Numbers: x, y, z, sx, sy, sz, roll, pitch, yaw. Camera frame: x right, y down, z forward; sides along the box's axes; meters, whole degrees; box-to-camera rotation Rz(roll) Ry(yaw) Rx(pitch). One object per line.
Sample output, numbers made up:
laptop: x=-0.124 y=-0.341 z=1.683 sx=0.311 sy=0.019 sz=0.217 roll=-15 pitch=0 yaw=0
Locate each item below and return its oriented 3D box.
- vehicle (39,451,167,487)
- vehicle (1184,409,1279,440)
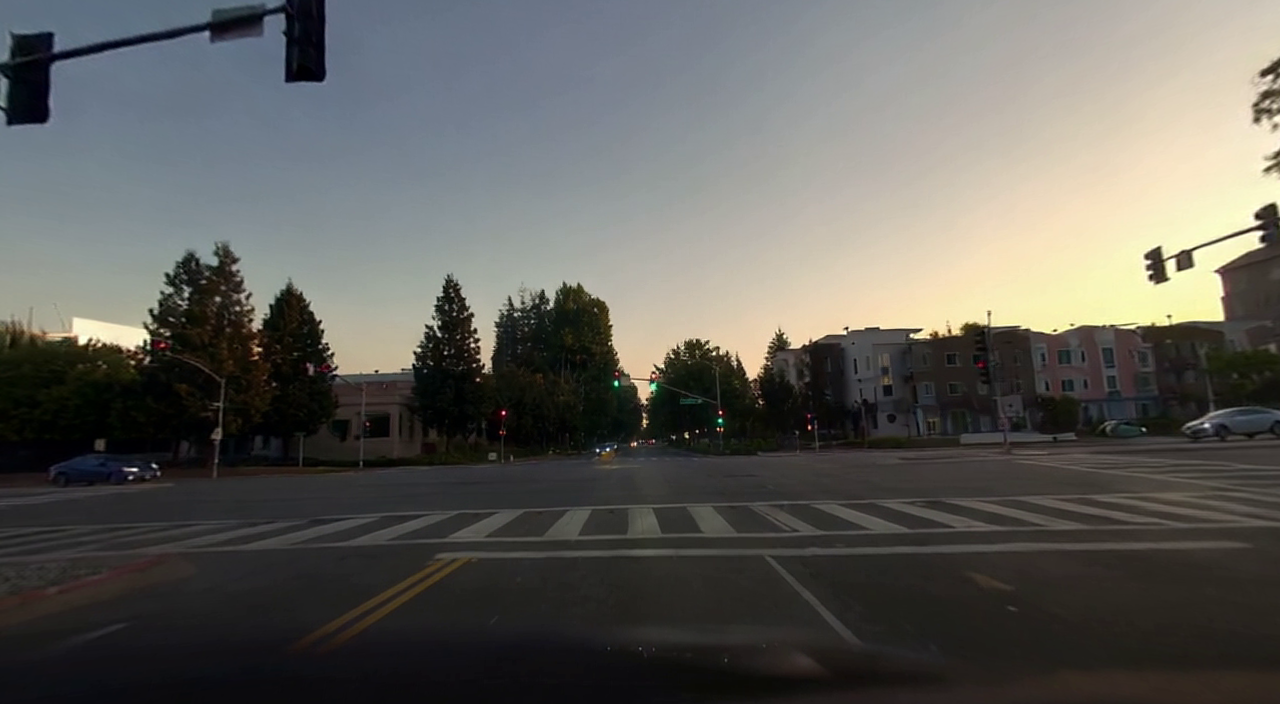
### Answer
vehicle: x=-25.163 y=5.476 z=29.641 sx=4.332 sy=1.573 sz=1.900 roll=0 pitch=-8 yaw=3
vehicle: x=33.938 y=4.105 z=35.607 sx=4.483 sy=1.691 sz=1.949 roll=0 pitch=-8 yaw=1
